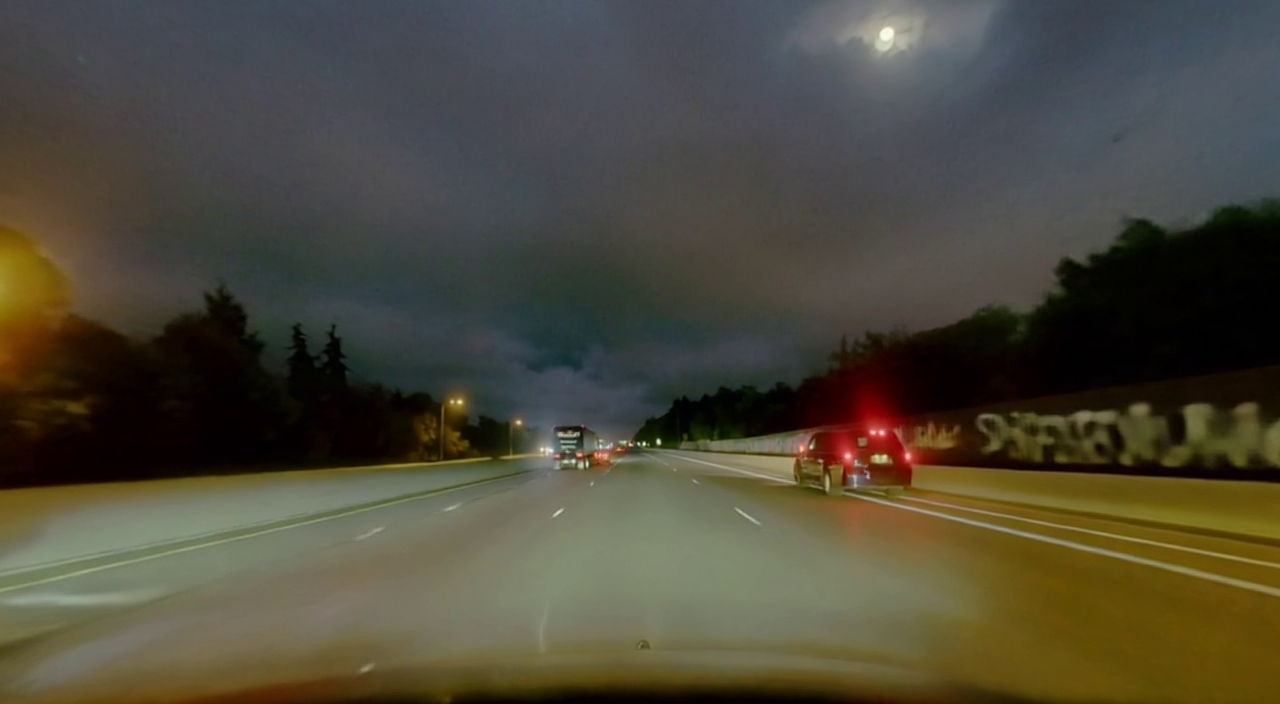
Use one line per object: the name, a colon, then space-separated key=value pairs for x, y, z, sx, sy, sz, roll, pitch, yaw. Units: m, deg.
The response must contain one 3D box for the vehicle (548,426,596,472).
vehicle: x=-3.966 y=5.821 z=37.807 sx=2.305 sy=2.517 sz=5.486 roll=0 pitch=-9 yaw=0
